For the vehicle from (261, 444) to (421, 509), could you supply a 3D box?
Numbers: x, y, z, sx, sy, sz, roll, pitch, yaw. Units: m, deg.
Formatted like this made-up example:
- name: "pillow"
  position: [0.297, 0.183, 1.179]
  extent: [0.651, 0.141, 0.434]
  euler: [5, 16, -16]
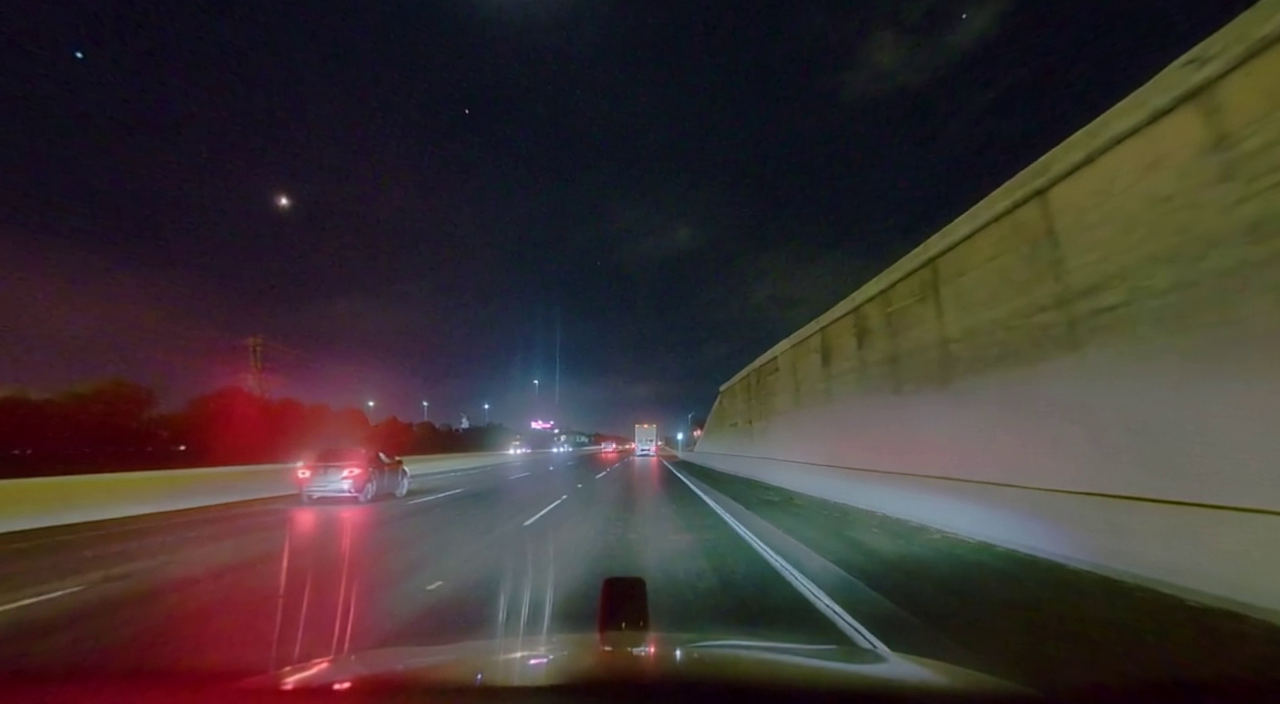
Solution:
- name: "vehicle"
  position: [-7.659, 3.182, 16.758]
  extent: [1.979, 1.470, 4.485]
  euler: [0, -8, 1]
